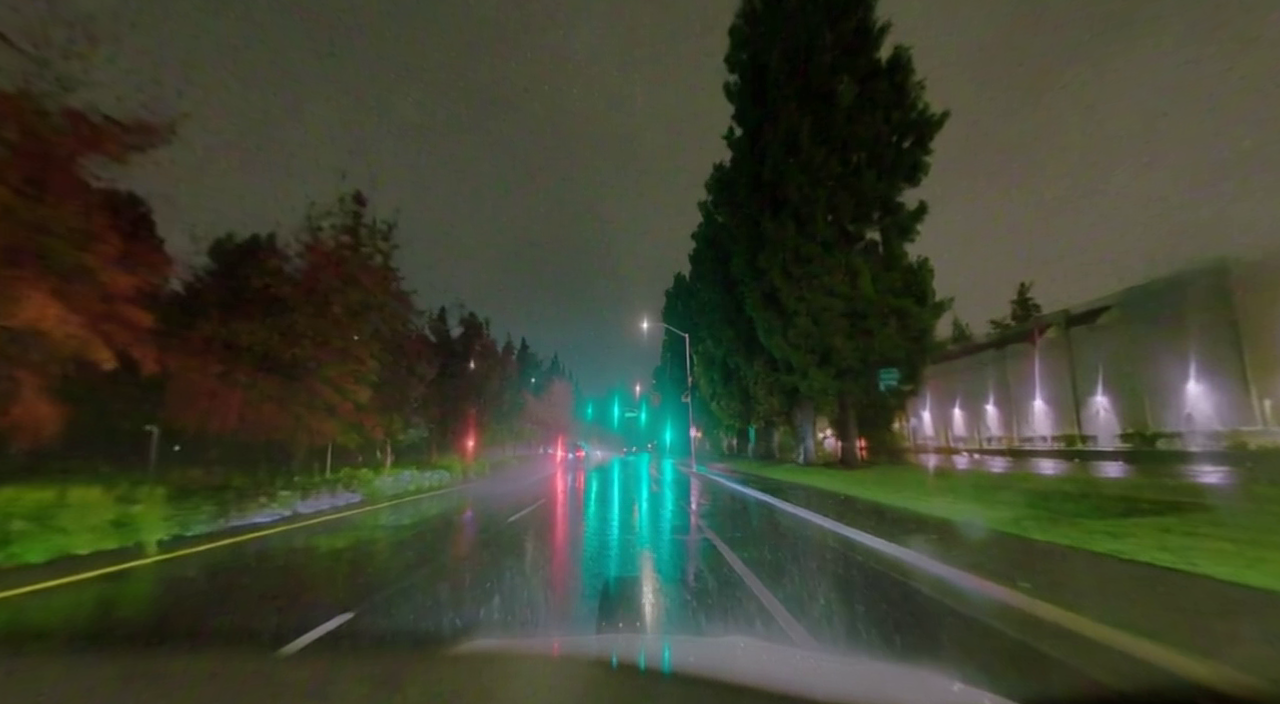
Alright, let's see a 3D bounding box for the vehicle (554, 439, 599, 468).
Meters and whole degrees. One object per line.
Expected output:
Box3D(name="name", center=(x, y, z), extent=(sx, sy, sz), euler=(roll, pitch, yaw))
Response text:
Box3D(name="vehicle", center=(-3.775, 6.158, 38.513), extent=(2.202, 1.685, 4.772), euler=(0, -9, 0))
